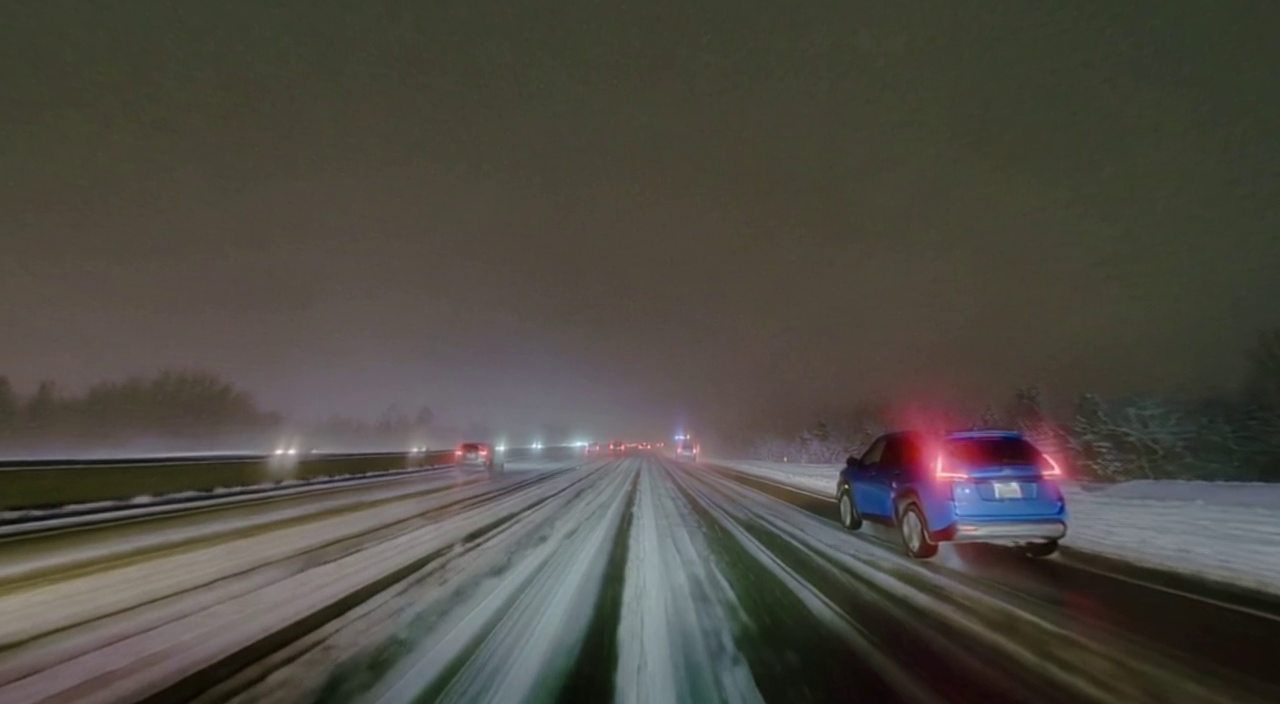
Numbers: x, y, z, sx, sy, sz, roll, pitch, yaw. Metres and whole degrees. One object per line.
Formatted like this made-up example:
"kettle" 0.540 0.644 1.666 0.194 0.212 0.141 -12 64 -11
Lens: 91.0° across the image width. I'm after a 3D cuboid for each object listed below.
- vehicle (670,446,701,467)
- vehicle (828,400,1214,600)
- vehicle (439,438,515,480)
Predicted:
"vehicle" 3.401 7.939 47.941 2.038 1.497 4.167 0 -9 -1
"vehicle" 4.310 1.753 8.362 2.153 1.860 4.689 0 -9 0
"vehicle" -7.223 4.801 28.531 2.095 1.696 4.680 0 -9 1
